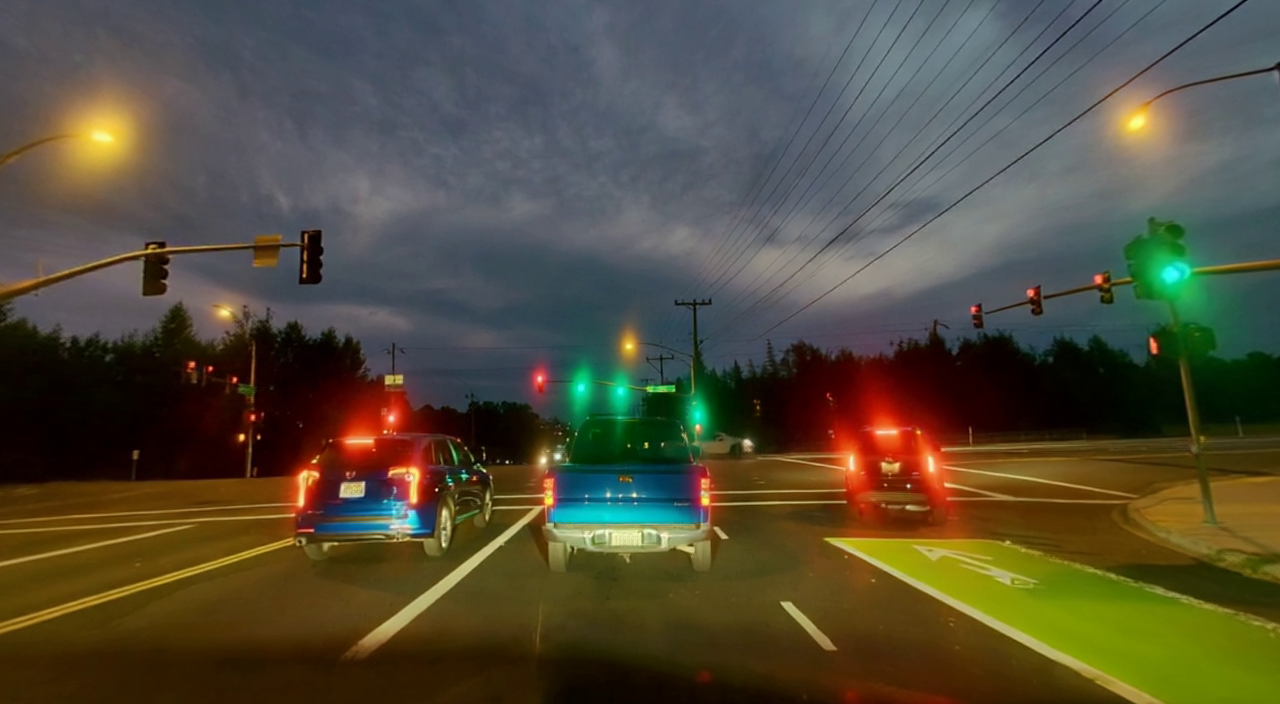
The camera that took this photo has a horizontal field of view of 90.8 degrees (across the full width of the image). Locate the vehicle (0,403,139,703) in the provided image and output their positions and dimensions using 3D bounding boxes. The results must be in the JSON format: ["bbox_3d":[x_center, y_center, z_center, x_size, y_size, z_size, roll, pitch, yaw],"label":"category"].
[{"bbox_3d":[-3.352,0.663,0.446,1.928,1.488,4.936,0,-8,0],"label":"vehicle"}]

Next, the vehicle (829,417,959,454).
[{"bbox_3d":[13.856,4.608,34.821,6.143,1.944,2.229,-1,-8,5],"label":"vehicle"}]

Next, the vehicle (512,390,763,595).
[{"bbox_3d":[-0.053,1.522,7.617,2.182,1.773,4.041,0,-8,-1],"label":"vehicle"}]

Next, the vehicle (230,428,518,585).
[{"bbox_3d":[-2.929,1.767,8.003,1.969,1.486,3.702,0,-8,1],"label":"vehicle"}]
